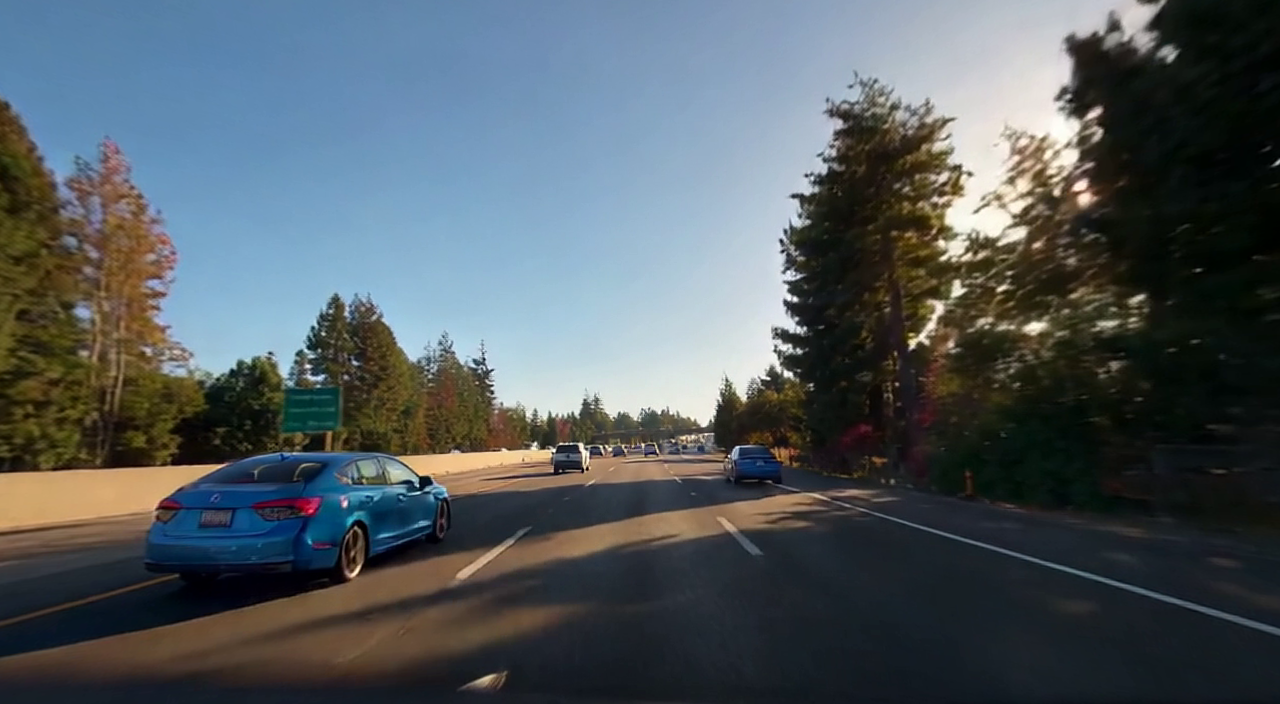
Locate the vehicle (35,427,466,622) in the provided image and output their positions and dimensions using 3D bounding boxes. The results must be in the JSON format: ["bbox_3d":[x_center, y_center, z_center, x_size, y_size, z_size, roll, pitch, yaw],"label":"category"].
[{"bbox_3d":[-3.614,1.659,7.118,1.948,1.475,4.461,0,-9,1],"label":"vehicle"}]

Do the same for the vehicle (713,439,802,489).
[{"bbox_3d":[3.799,3.734,21.310,2.100,1.472,4.533,0,-9,-1],"label":"vehicle"}]

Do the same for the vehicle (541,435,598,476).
[{"bbox_3d":[-3.366,5.053,30.932,2.122,1.847,4.696,0,-9,1],"label":"vehicle"}]
